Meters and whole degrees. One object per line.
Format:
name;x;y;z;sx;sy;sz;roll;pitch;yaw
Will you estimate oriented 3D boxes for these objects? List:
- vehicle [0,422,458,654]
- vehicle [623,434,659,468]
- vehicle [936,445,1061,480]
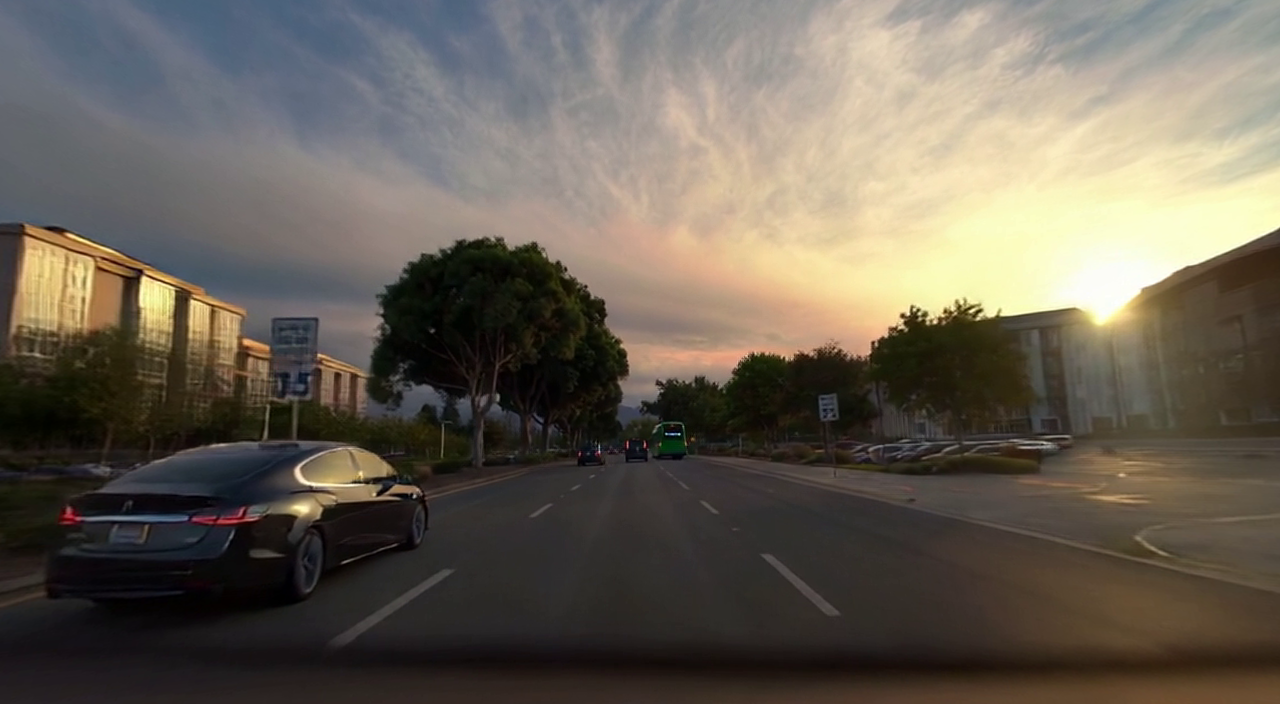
vehicle;-3.595;1.548;6.415;2.120;1.481;4.535;0;-9;0
vehicle;0.047;6.670;42.768;2.336;2.122;5.207;0;-9;0
vehicle;16.611;5.123;29.437;4.682;1.507;1.878;0;-9;0
